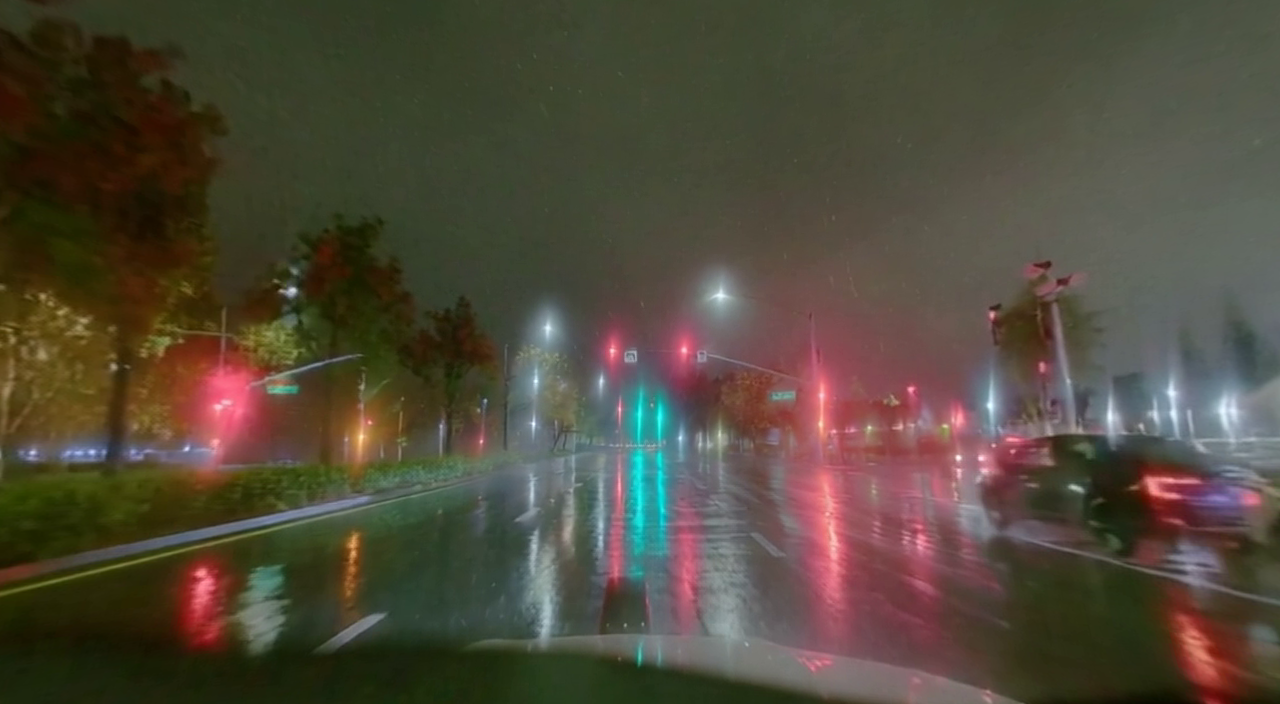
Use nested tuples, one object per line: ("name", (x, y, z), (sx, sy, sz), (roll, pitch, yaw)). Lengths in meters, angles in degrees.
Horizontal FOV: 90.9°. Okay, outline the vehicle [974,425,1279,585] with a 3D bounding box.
("vehicle", (6.719, 1.819, 8.473), (1.872, 1.528, 4.648), (0, -8, 0))
